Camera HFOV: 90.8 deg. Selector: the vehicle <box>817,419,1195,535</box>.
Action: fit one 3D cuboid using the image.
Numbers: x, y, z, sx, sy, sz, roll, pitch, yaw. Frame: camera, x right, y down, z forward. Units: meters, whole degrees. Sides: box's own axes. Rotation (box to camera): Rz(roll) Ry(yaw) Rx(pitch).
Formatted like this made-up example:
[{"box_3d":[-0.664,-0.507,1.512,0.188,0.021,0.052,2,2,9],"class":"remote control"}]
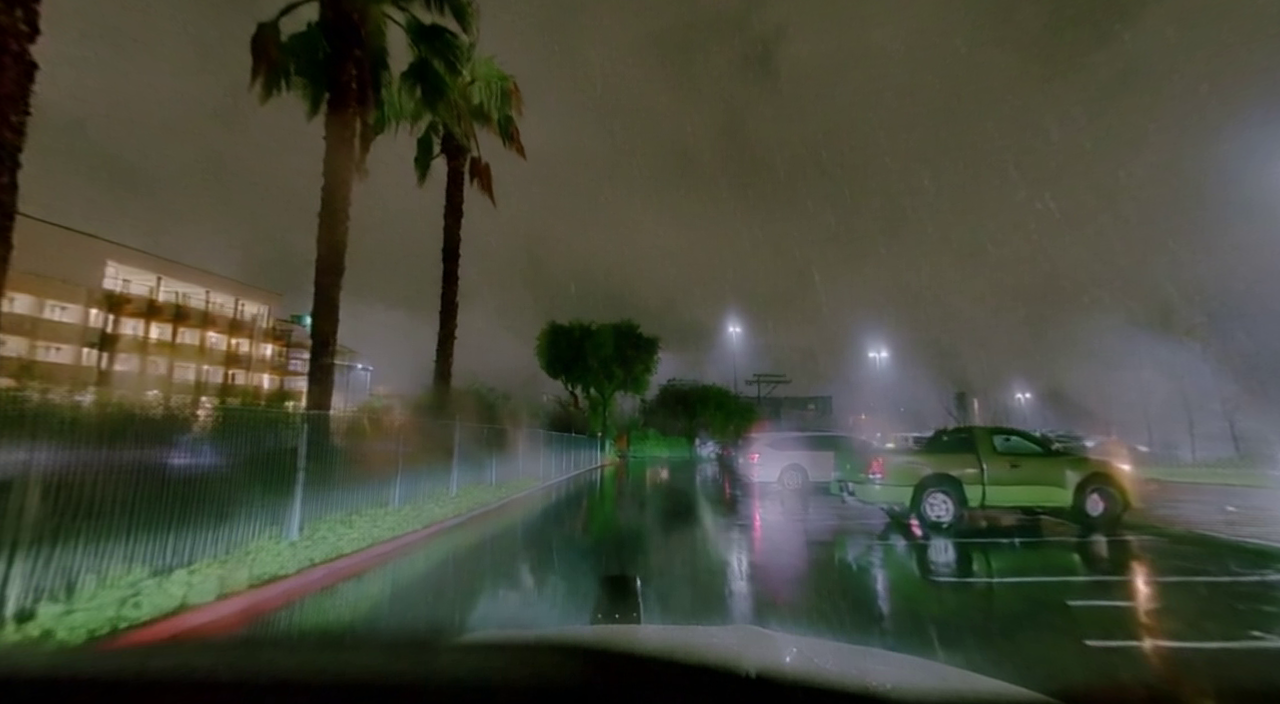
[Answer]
[{"box_3d":[6.146,2.144,11.154,5.381,1.826,2.047,0,-9,-2],"class":"vehicle"}]
